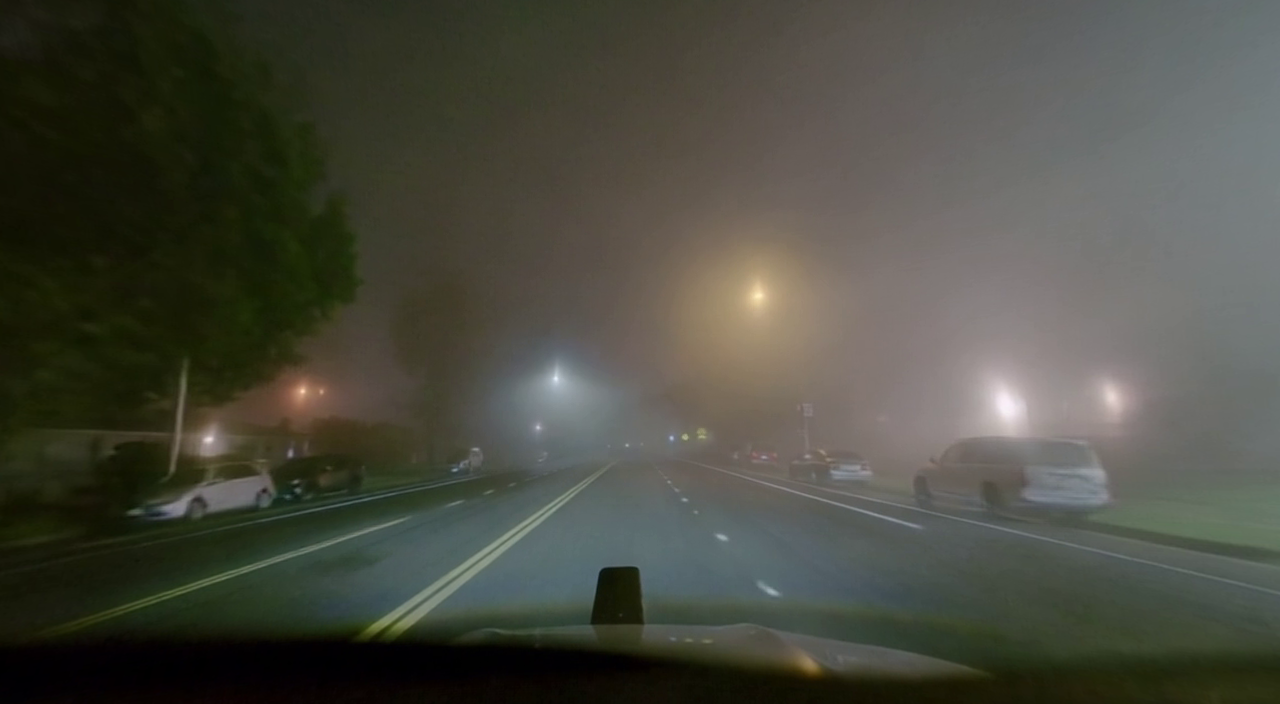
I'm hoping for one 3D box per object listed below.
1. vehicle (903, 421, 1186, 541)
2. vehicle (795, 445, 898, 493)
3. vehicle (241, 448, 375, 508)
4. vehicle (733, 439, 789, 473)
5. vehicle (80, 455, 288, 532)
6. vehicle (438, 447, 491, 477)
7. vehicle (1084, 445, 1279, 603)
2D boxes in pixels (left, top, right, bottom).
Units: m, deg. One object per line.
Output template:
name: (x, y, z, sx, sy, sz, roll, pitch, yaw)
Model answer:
vehicle: (7.293, 2.364, 12.346, 2.064, 1.802, 5.293, 0, -8, 1)
vehicle: (7.214, 4.105, 22.634, 1.982, 1.479, 4.687, 0, -8, -2)
vehicle: (-10.637, 4.041, 20.693, 1.974, 1.682, 4.339, -2, -9, 1)
vehicle: (6.898, 5.984, 36.625, 2.087, 1.762, 5.493, 0, -8, 0)
vehicle: (-10.741, 3.311, 15.356, 1.840, 1.526, 4.214, 0, -8, 1)
vehicle: (-10.998, 6.905, 39.883, 2.048, 1.692, 4.635, -2, -9, 0)
vehicle: (6.881, 1.665, 6.367, 1.882, 1.433, 4.622, -1, -9, 7)
